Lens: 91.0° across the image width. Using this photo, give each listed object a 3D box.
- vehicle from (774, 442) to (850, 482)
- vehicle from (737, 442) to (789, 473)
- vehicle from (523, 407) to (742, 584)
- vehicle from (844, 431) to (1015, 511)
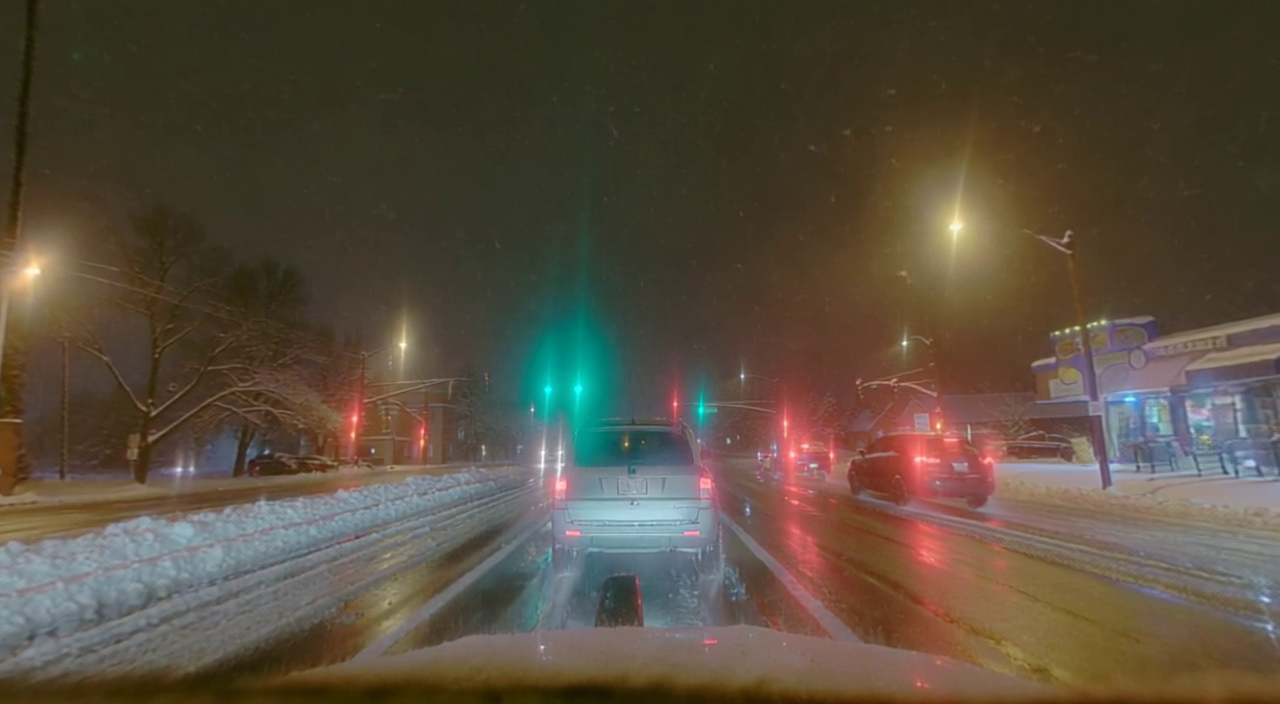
[{"bbox_3d":[6.859,4.420,25.553,1.833,1.452,4.237,0,-9,0],"label":"vehicle"},{"bbox_3d":[6.307,5.462,32.711,1.961,1.477,4.454,0,-8,2],"label":"vehicle"},{"bbox_3d":[-0.059,1.689,8.134,2.115,1.700,3.901,0,-8,1],"label":"vehicle"},{"bbox_3d":[6.768,2.824,15.428,2.072,1.652,4.611,0,-8,1],"label":"vehicle"}]
